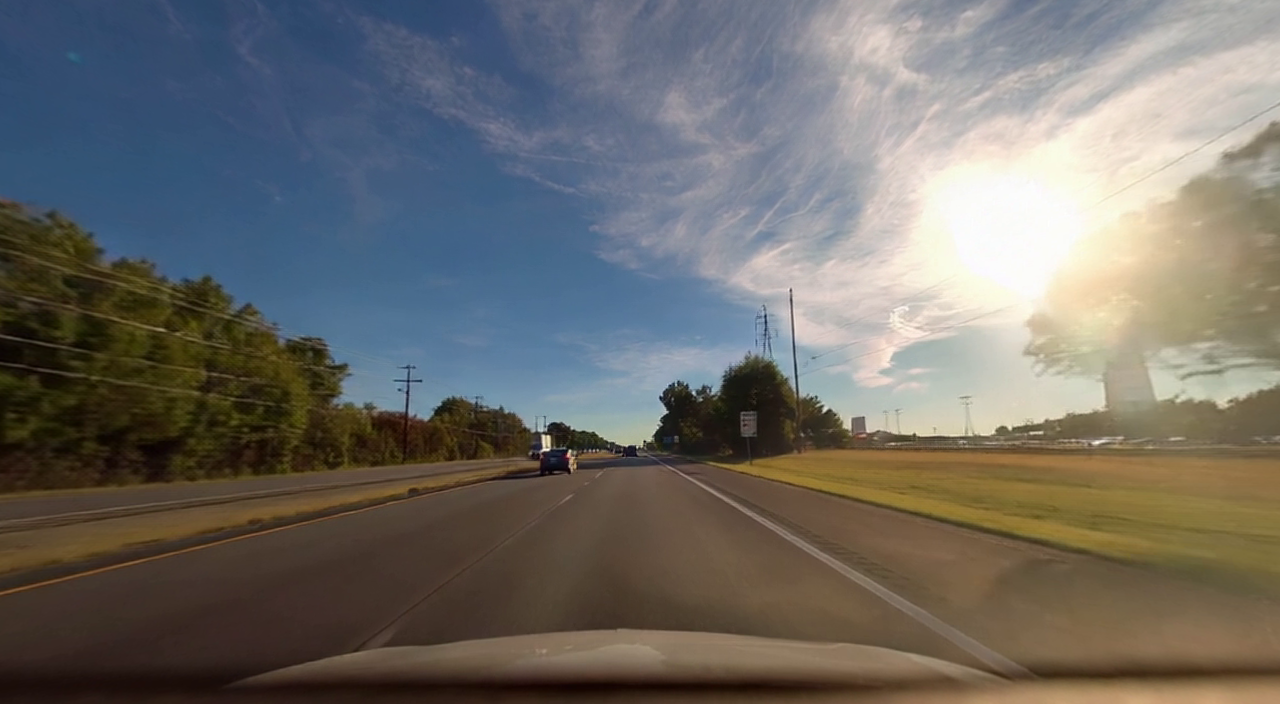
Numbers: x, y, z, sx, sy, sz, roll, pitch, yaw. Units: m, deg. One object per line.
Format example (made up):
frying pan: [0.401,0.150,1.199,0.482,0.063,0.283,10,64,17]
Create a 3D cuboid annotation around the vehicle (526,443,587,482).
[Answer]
vehicle: [-3.625,4.890,28.001,2.123,1.545,4.404,0,-9,0]
